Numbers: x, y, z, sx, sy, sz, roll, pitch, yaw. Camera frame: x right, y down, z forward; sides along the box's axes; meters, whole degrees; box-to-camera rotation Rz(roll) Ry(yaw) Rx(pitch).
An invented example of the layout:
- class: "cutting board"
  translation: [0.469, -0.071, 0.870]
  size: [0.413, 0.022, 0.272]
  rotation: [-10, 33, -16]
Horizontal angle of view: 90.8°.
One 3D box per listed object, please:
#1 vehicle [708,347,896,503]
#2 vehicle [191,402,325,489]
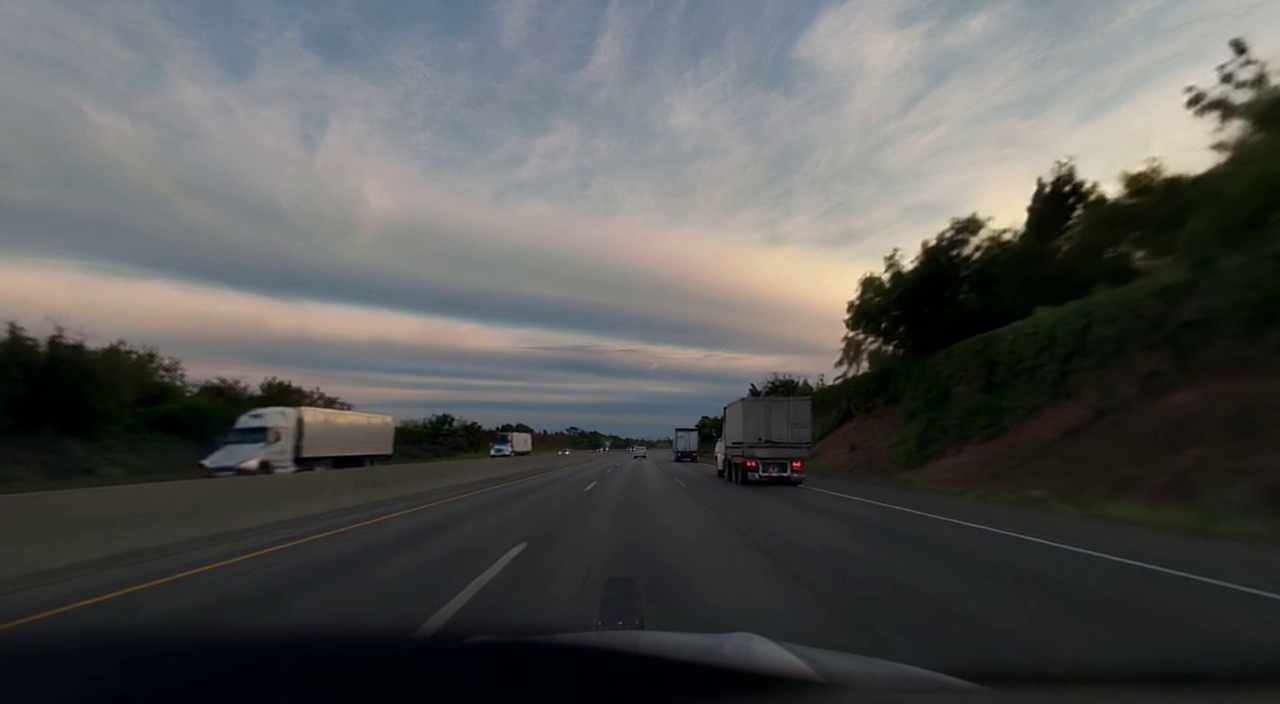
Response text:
- class: "vehicle"
  translation: [4.473, 2.562, 20.519]
  size: [3.032, 3.785, 10.333]
  rotation: [0, -9, -2]
- class: "vehicle"
  translation: [-19.141, 4.787, 32.163]
  size: [2.998, 3.999, 5.853]
  rotation: [0, -9, 0]
